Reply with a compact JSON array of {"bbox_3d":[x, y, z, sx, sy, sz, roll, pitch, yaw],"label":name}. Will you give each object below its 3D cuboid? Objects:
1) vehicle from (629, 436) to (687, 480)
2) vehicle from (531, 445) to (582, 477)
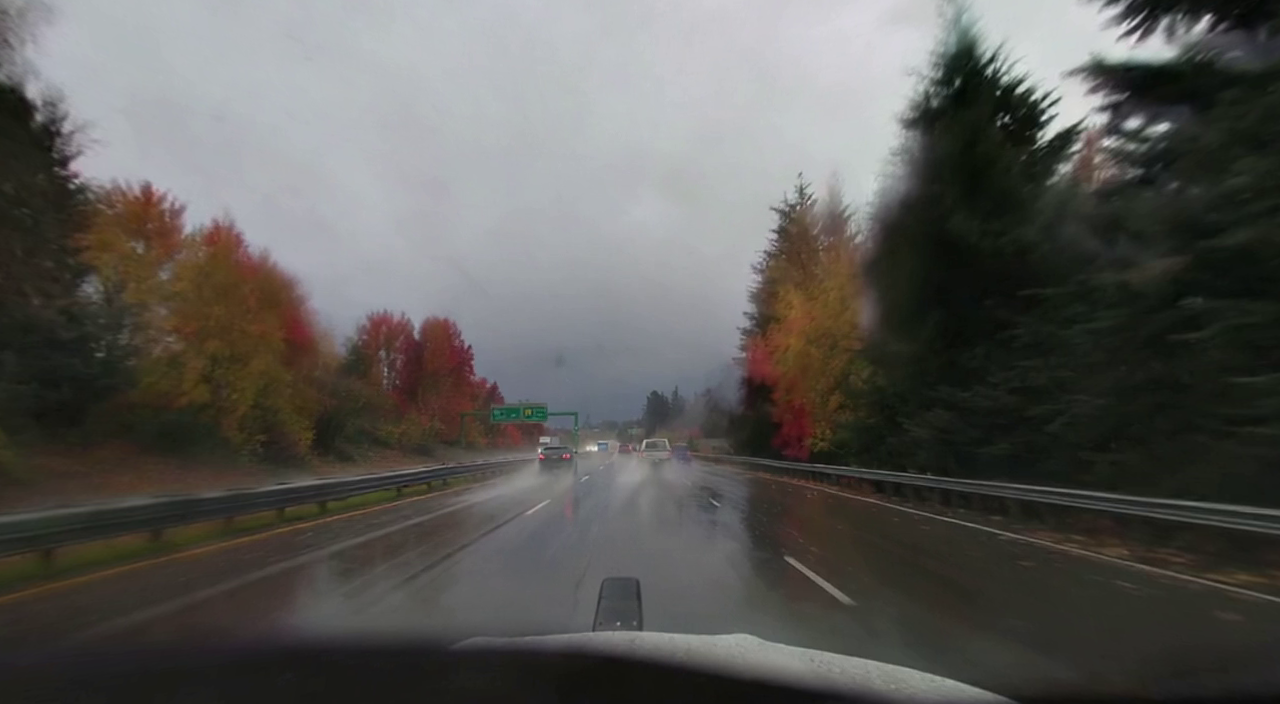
[{"bbox_3d":[0.658,4.488,26.765,2.250,1.718,4.358,0,-9,-1],"label":"vehicle"},{"bbox_3d":[-4.002,5.292,30.603,2.037,1.418,3.793,0,-9,-1],"label":"vehicle"}]
